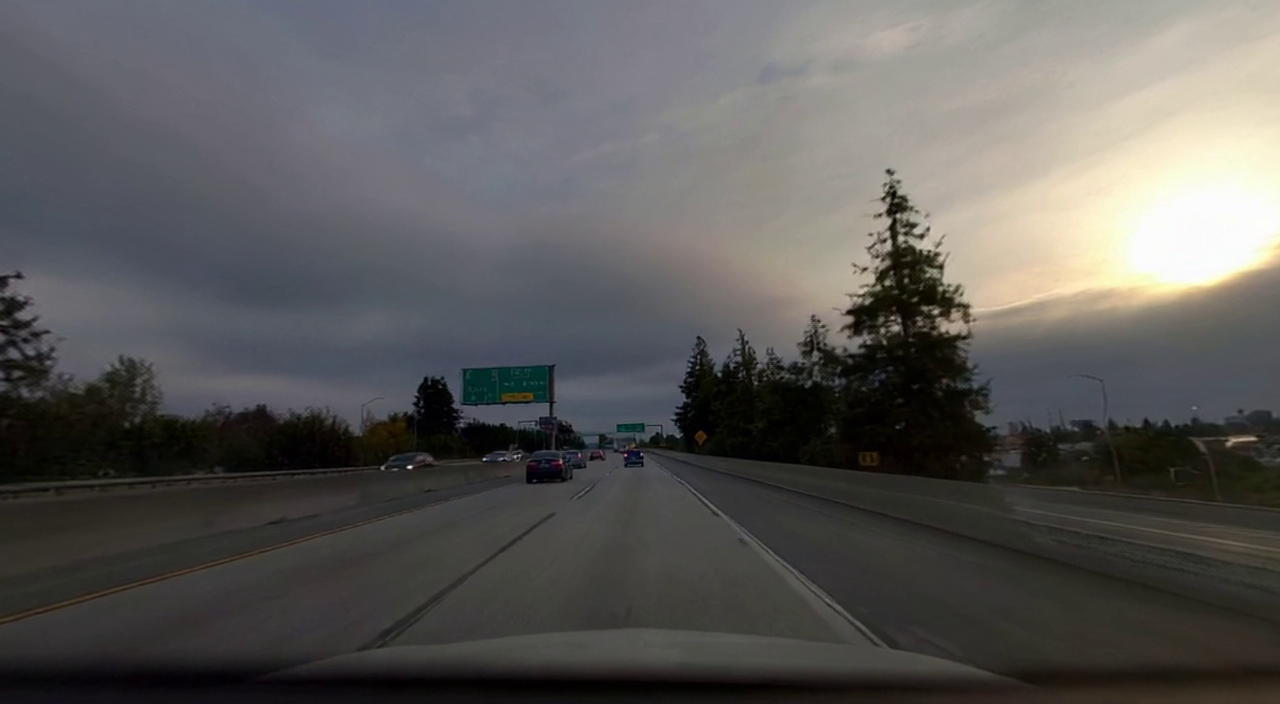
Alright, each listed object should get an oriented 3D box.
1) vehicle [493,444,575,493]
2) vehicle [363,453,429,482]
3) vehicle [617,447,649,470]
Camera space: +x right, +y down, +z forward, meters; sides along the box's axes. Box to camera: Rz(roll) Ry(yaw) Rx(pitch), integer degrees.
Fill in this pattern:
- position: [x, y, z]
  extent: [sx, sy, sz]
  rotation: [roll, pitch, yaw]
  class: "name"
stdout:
- position: [-3.609, 4.037, 22.321]
  extent: [2.067, 1.509, 4.551]
  rotation: [0, -8, 1]
  class: "vehicle"
- position: [-13.610, 6.447, 35.459]
  extent: [1.854, 1.459, 4.565]
  rotation: [0, -8, 0]
  class: "vehicle"
- position: [-0.519, 7.387, 44.073]
  extent: [2.100, 1.471, 3.956]
  rotation: [0, -8, -1]
  class: "vehicle"
